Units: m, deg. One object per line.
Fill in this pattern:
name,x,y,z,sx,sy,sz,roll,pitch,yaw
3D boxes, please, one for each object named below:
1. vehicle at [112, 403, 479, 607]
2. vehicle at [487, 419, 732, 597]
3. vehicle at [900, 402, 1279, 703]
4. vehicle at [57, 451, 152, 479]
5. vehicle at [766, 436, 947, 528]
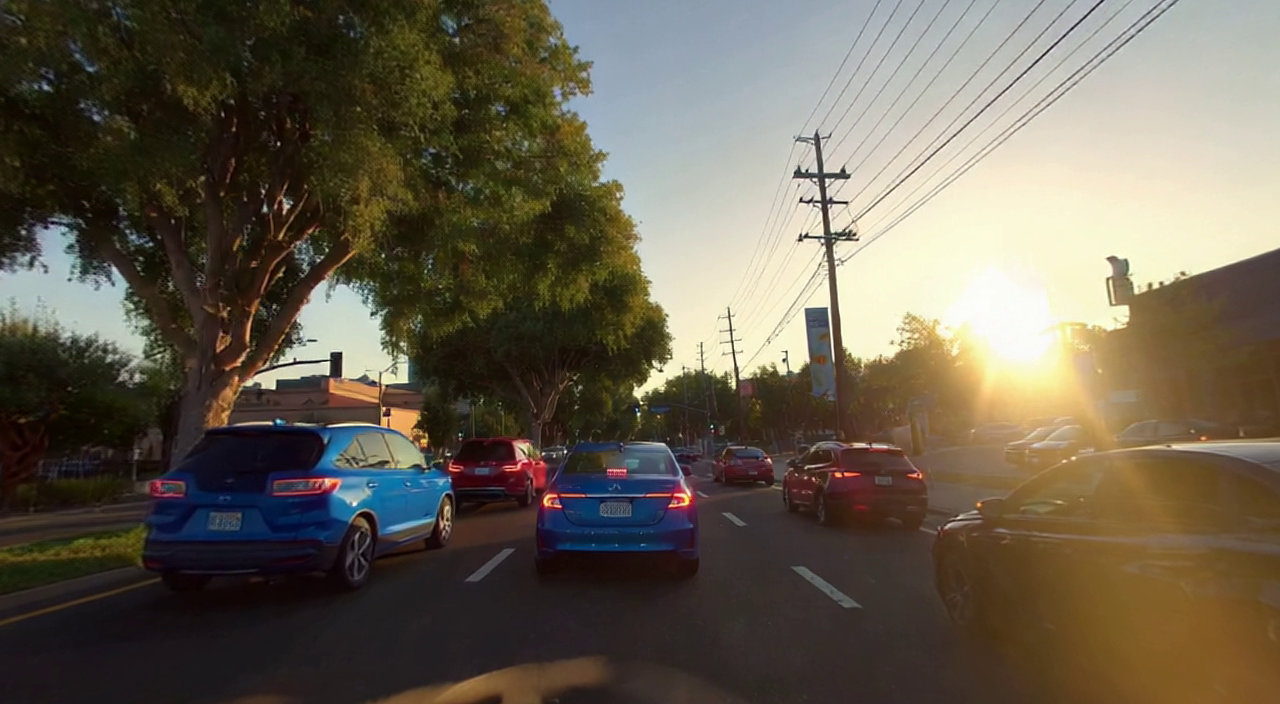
vehicle,-3.435,1.602,7.500,1.979,1.697,4.254,0,-9,-1
vehicle,-0.320,1.631,7.406,2.097,1.511,3.809,0,-9,-2
vehicle,3.664,1.188,4.167,1.929,1.479,4.723,0,-9,1
vehicle,-37.030,7.830,43.742,4.683,1.833,2.078,0,-9,2
vehicle,3.932,2.428,12.412,1.909,1.473,4.361,0,-9,-1
